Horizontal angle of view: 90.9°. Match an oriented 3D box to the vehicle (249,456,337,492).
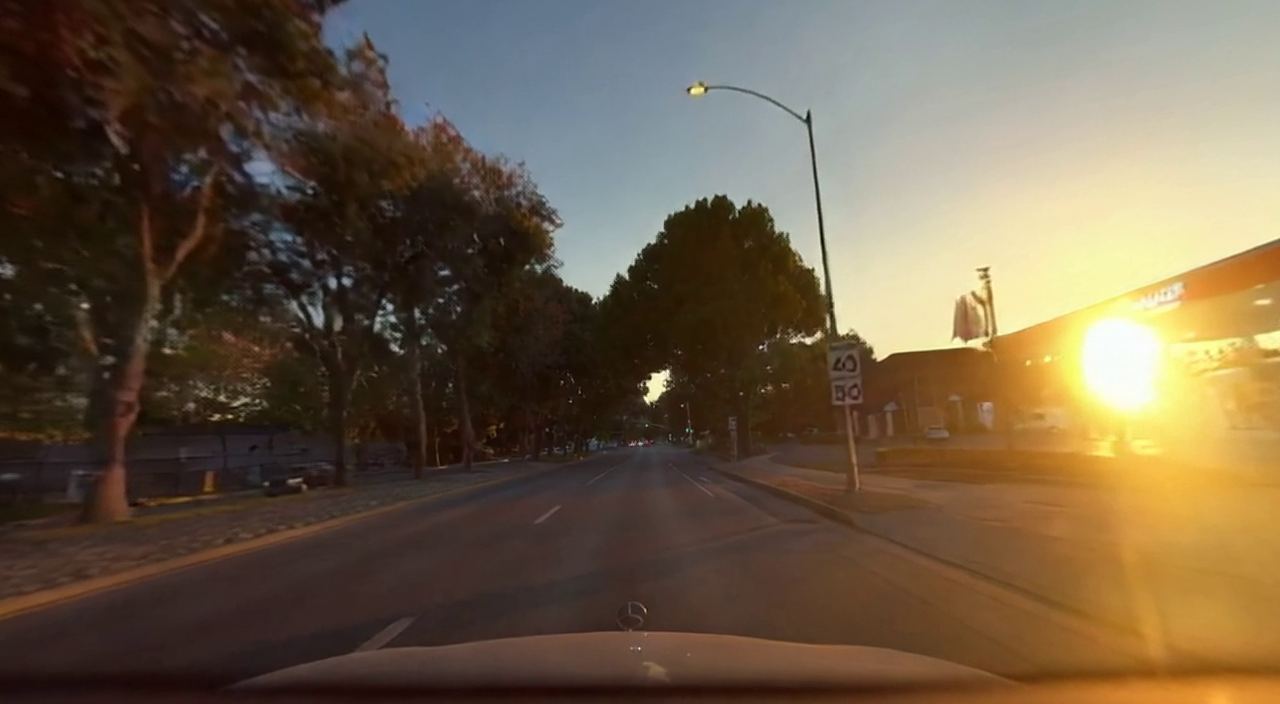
[{"bbox_3d":[-17.256,6.063,31.640,1.841,1.642,4.448,0,-9,1],"label":"vehicle"}]
